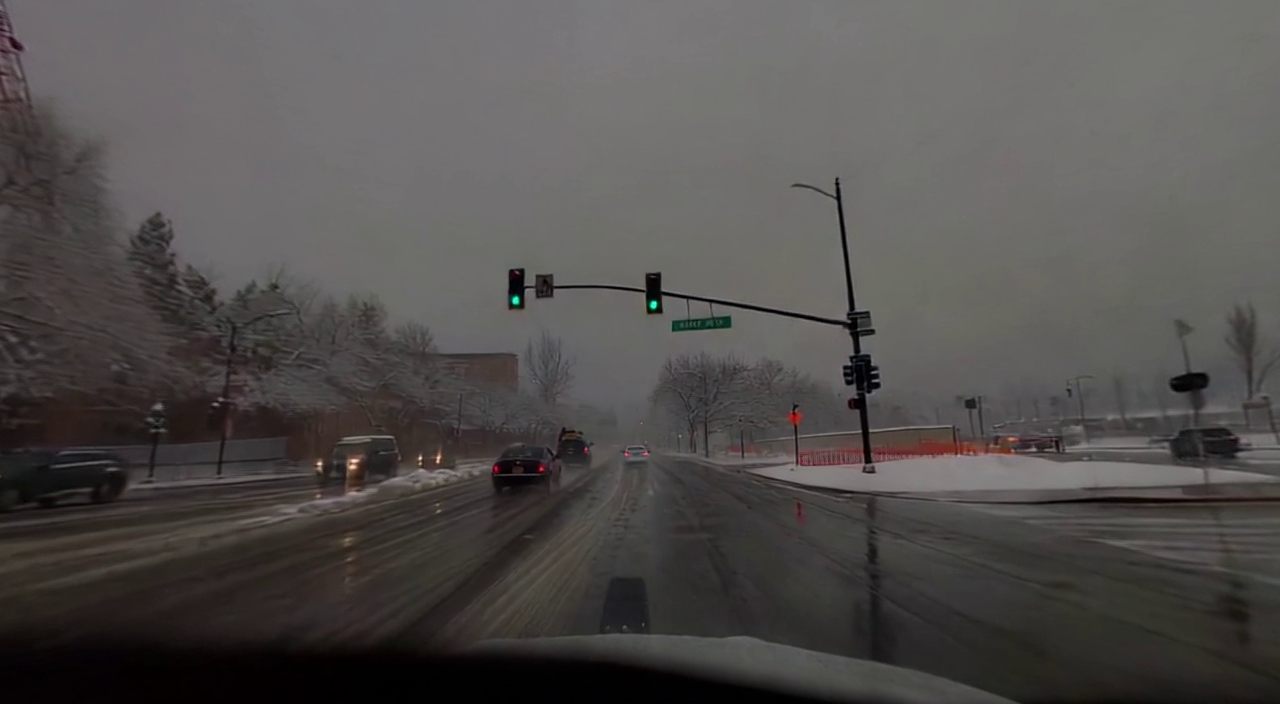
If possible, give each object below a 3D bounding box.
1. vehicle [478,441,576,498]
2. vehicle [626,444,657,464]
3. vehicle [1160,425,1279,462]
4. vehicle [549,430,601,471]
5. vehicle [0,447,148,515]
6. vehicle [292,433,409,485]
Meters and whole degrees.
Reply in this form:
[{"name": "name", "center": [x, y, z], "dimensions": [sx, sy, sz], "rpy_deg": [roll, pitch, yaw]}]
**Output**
[{"name": "vehicle", "center": [-3.096, 3.314, 18.234], "dimensions": [1.959, 1.406, 4.527], "rpy_deg": [0, -9, 0]}, {"name": "vehicle", "center": [0.088, 7.482, 46.406], "dimensions": [2.171, 1.422, 4.146], "rpy_deg": [0, -9, 0]}, {"name": "vehicle", "center": [27.959, 4.388, 30.295], "dimensions": [4.014, 1.681, 1.834], "rpy_deg": [-3, -9, 20]}, {"name": "vehicle", "center": [-3.408, 5.311, 34.082], "dimensions": [2.240, 2.054, 4.662], "rpy_deg": [0, -9, 1]}, {"name": "vehicle", "center": [-14.930, 3.096, 15.408], "dimensions": [1.935, 1.481, 4.702], "rpy_deg": [-2, -9, 1]}, {"name": "vehicle", "center": [-11.626, 4.333, 25.785], "dimensions": [2.291, 1.890, 4.998], "rpy_deg": [0, -9, 1]}]
